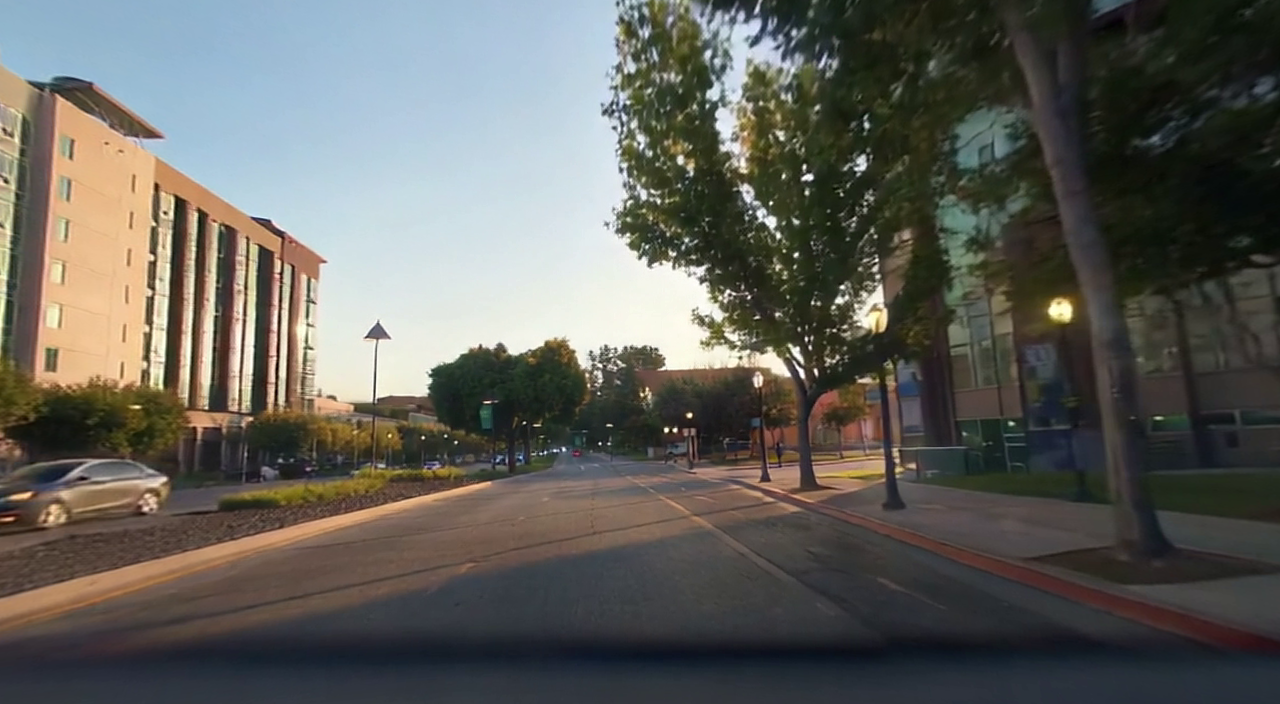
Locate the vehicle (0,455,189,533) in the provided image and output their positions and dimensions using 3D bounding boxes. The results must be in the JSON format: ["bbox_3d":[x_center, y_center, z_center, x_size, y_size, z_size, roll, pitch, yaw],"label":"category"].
[{"bbox_3d":[-13.506,3.228,14.998,2.179,1.461,4.812,0,-8,-3],"label":"vehicle"}]
